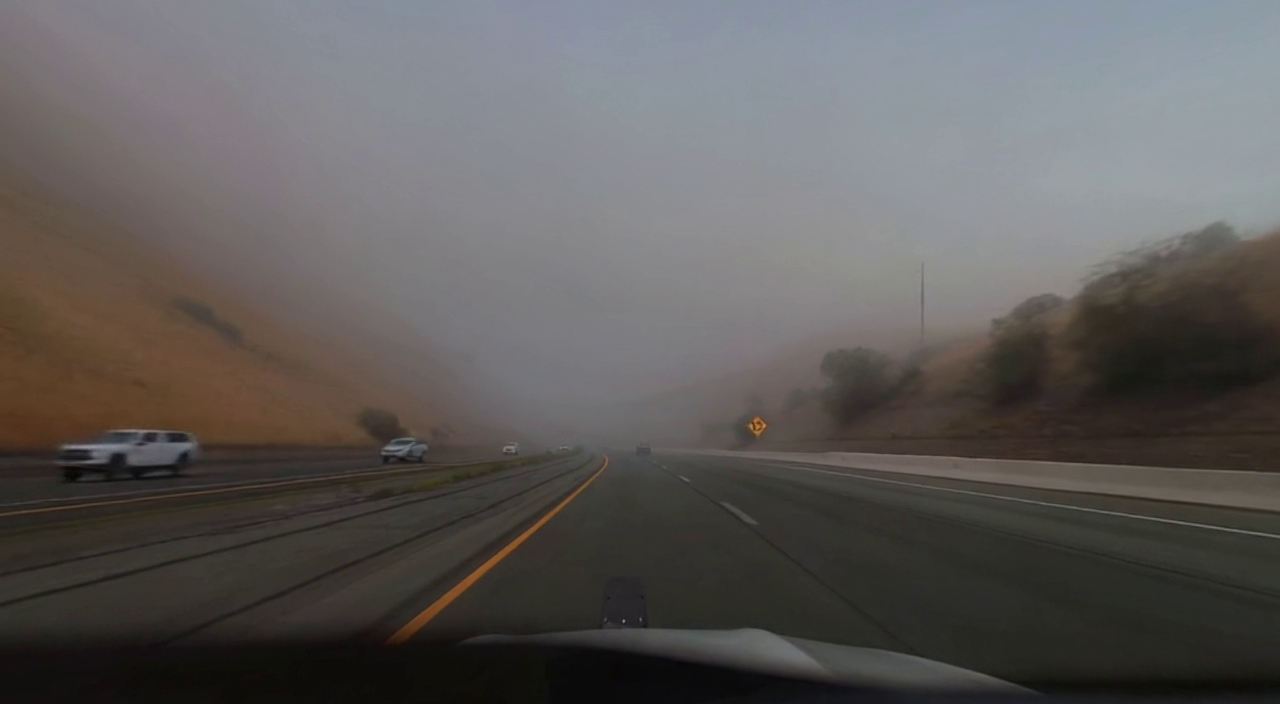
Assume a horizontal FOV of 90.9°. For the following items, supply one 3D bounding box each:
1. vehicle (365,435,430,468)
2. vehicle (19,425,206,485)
[{"bbox_3d":[-14.359,5.908,37.645,2.104,1.809,4.539,0,-8,-1],"label":"vehicle"},{"bbox_3d":[-17.784,3.501,21.714,2.130,1.800,4.990,0,-8,0],"label":"vehicle"}]
